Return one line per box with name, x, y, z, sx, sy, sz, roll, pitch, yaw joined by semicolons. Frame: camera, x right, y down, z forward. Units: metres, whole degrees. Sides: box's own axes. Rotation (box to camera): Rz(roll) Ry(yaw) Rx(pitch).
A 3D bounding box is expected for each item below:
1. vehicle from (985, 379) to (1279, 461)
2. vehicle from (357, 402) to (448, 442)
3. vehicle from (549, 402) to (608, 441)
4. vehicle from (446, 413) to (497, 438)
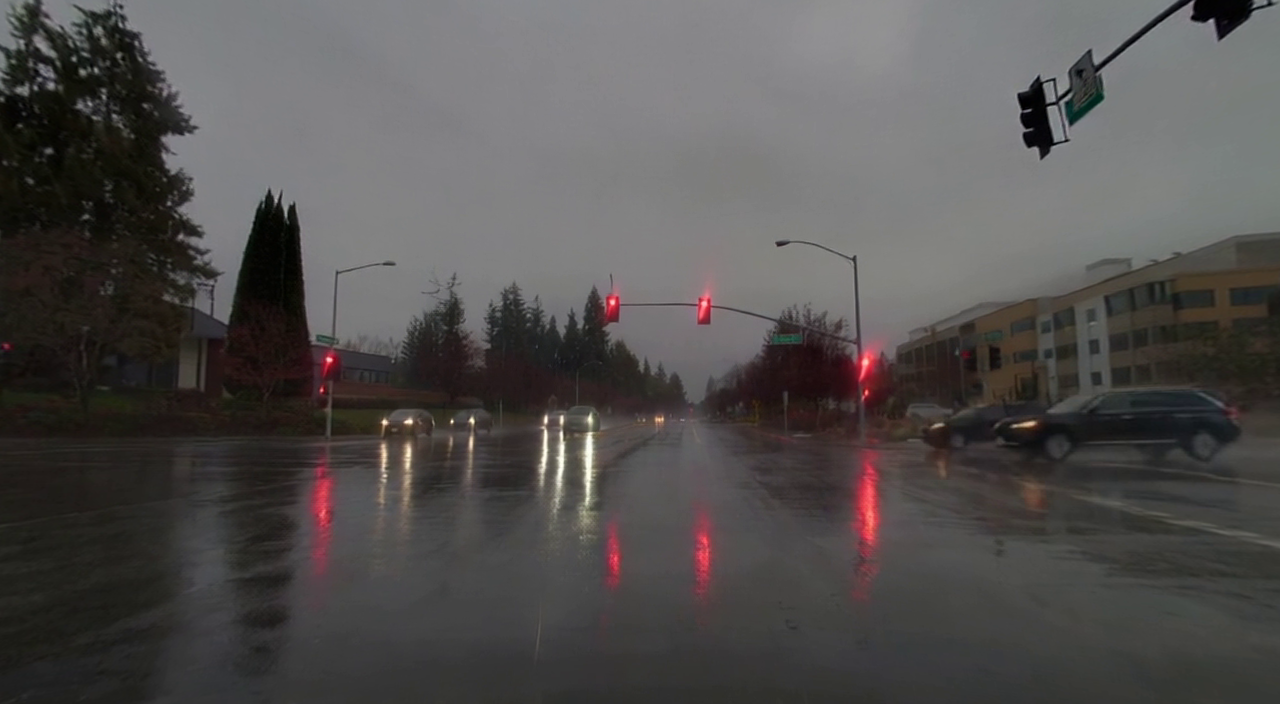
vehicle;11.985;1.741;15.735;5.383;1.870;2.203;-1;-9;4
vehicle;-12.330;3.770;33.289;2.340;1.902;4.920;-1;-9;8
vehicle;-3.233;3.894;34.520;2.306;1.907;5.382;-1;-9;4
vehicle;-11.040;4.889;41.735;1.899;1.510;4.294;-1;-9;4
